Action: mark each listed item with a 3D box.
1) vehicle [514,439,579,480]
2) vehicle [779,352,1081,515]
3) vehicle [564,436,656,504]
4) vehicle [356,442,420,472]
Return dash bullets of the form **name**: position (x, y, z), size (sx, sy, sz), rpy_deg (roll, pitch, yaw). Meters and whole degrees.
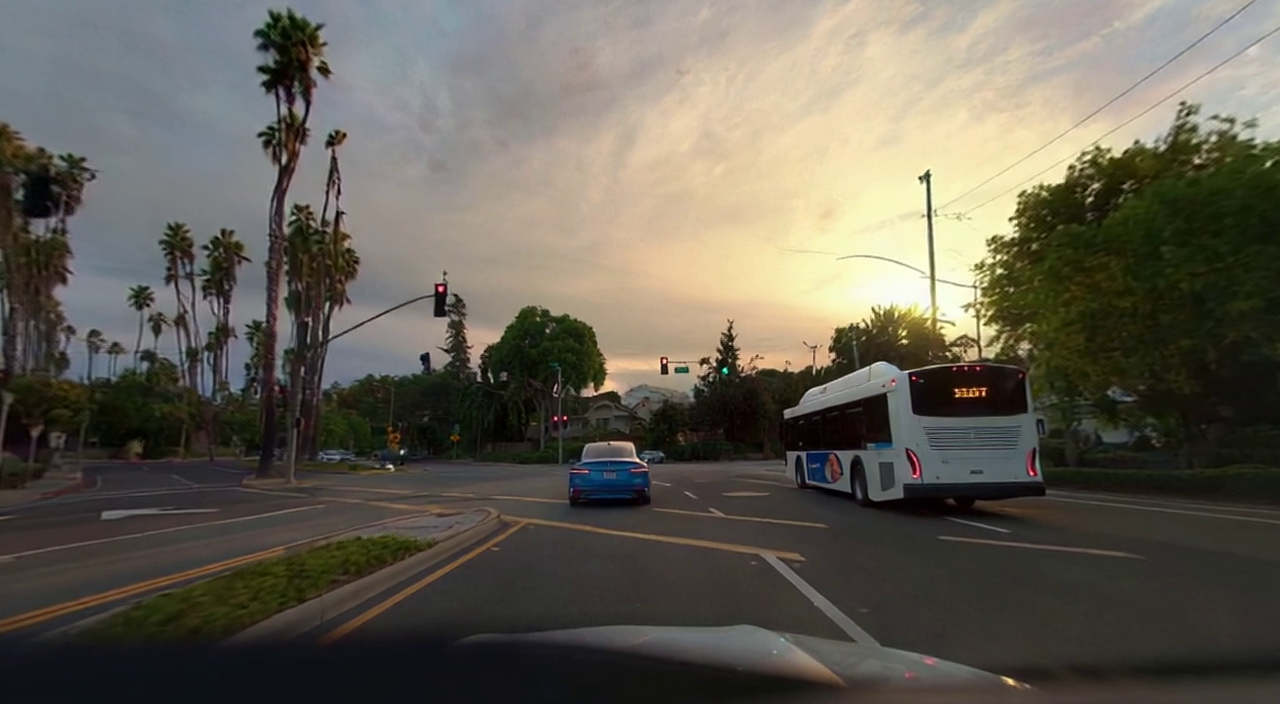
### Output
- **vehicle**: position (-4.792, 5.361, 31.824), size (2.272, 1.891, 4.562), rpy_deg (3, -9, -20)
- **vehicle**: position (7.843, 2.802, 20.810), size (3.483, 3.546, 13.998), rpy_deg (0, -9, 1)
- **vehicle**: position (-1.021, 3.376, 18.545), size (2.341, 1.709, 4.466), rpy_deg (1, -9, -7)
- **vehicle**: position (-17.488, 7.220, 43.709), size (2.283, 1.878, 5.384), rpy_deg (7, -12, -41)
